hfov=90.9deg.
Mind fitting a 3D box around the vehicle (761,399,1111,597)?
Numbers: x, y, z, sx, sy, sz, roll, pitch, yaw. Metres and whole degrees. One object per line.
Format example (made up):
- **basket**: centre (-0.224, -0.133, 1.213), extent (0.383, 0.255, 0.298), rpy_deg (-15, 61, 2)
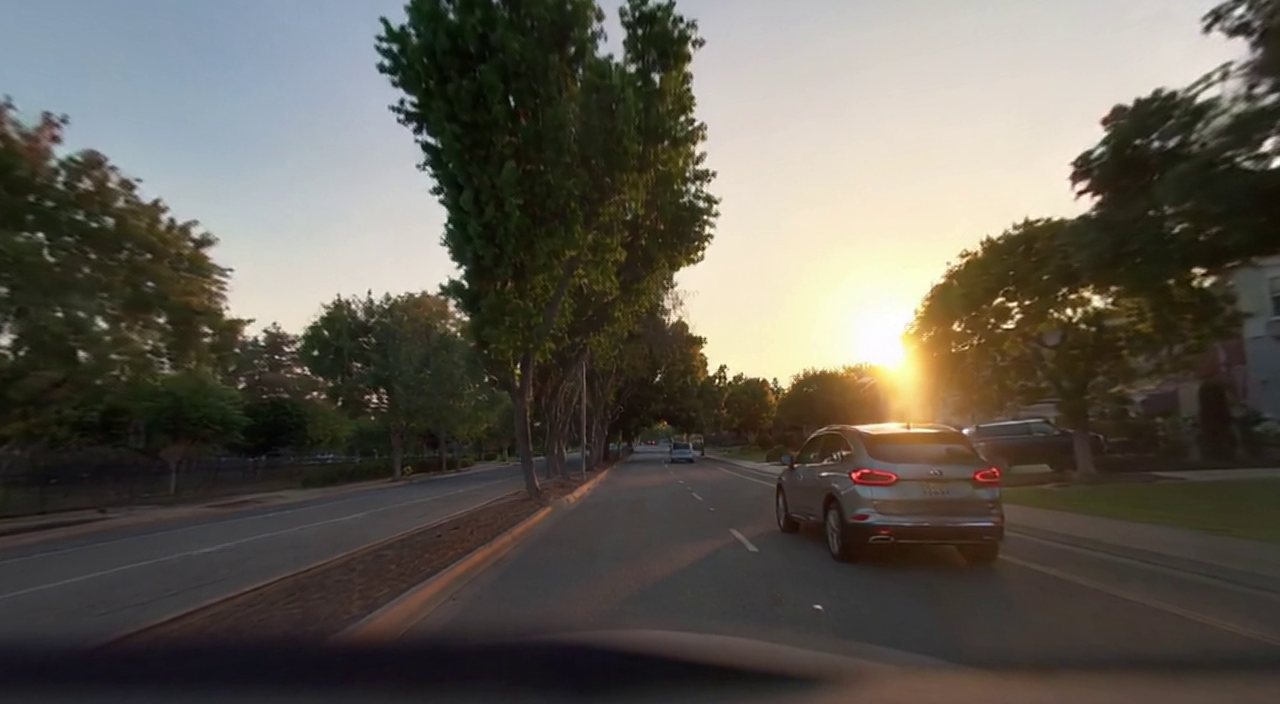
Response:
- **vehicle**: centre (3.120, 1.666, 8.077), extent (2.180, 1.773, 4.639), rpy_deg (0, -9, 0)
